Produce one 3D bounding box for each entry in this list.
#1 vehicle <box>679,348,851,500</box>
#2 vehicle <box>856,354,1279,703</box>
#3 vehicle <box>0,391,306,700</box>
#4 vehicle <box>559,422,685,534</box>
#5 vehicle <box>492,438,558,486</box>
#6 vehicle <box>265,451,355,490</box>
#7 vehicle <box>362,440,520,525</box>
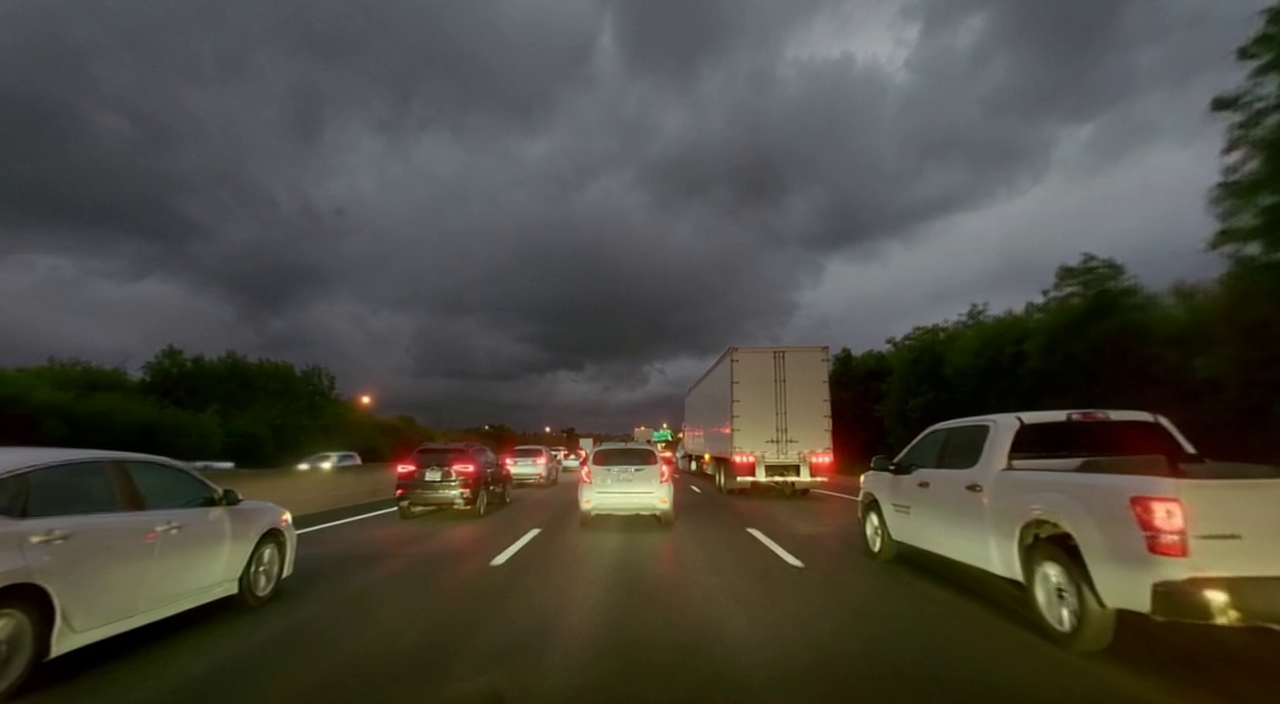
[{"bbox_3d":[3.848,3.126,24.861,3.186,4.111,15.553,0,-9,-2],"label":"vehicle"},{"bbox_3d":[3.642,1.236,5.138,2.076,1.751,4.666,0,-9,0],"label":"vehicle"},{"bbox_3d":[-4.286,1.188,4.364,1.789,1.620,3.841,0,-9,0],"label":"vehicle"},{"bbox_3d":[-0.305,2.369,12.386,2.037,1.792,4.194,0,-9,0],"label":"vehicle"},{"bbox_3d":[-4.697,4.538,26.242,1.959,1.808,3.790,0,-9,1],"label":"vehicle"},{"bbox_3d":[-16.388,5.879,31.607,1.963,1.754,4.672,0,-9,0],"label":"vehicle"},{"bbox_3d":[-3.987,2.680,13.523,1.923,1.503,4.293,0,-9,1],"label":"vehicle"}]
